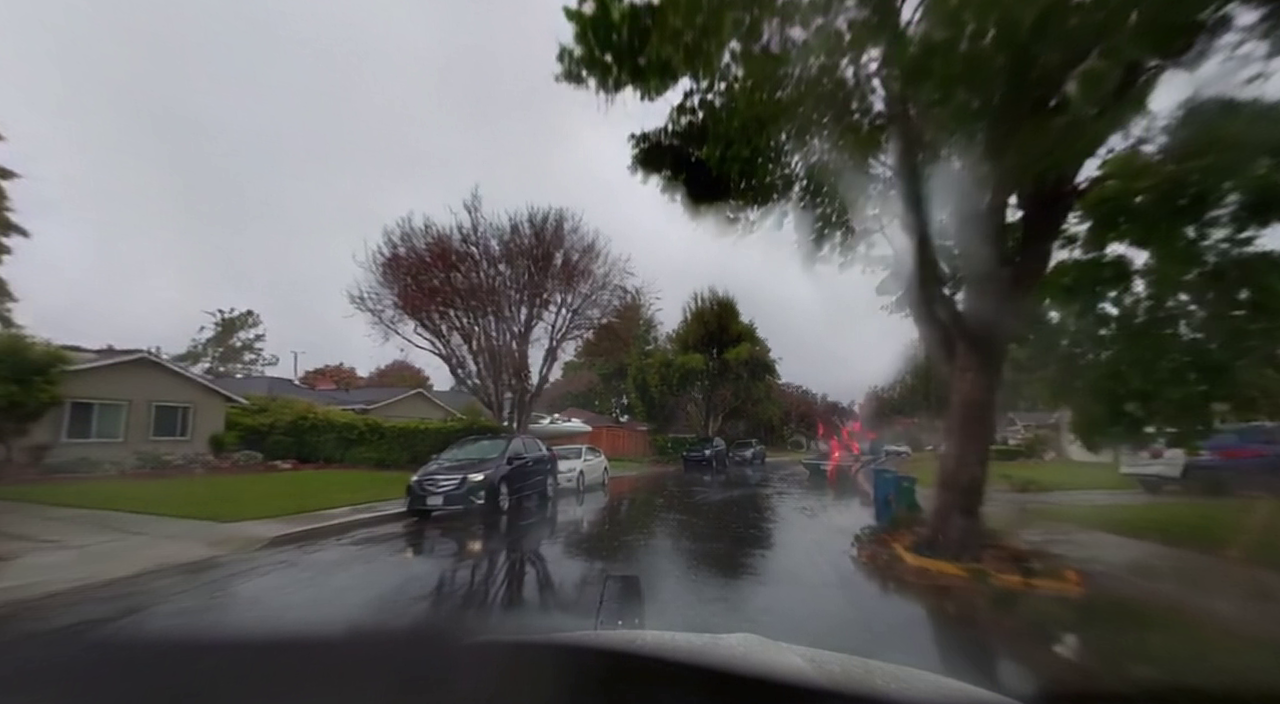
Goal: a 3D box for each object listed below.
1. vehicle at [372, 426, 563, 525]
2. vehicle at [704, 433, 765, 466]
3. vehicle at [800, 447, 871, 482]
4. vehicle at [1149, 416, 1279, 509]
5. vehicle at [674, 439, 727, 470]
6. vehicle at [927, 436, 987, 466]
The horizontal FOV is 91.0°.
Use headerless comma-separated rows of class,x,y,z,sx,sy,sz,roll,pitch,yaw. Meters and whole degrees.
vehicle,-3.576,2.605,14.390,2.274,1.784,5.090,-1,-7,9
vehicle,7.159,7.269,46.932,2.632,2.249,6.179,-4,-10,27
vehicle,9.983,5.568,31.694,2.804,1.336,6.700,-2,-7,22
vehicle,13.908,2.247,12.947,4.789,1.771,2.092,-1,-9,8
vehicle,3.846,6.353,39.215,2.052,1.745,4.737,-3,-9,21
vehicle,23.132,7.209,46.001,3.470,2.123,1.584,0,-7,8
